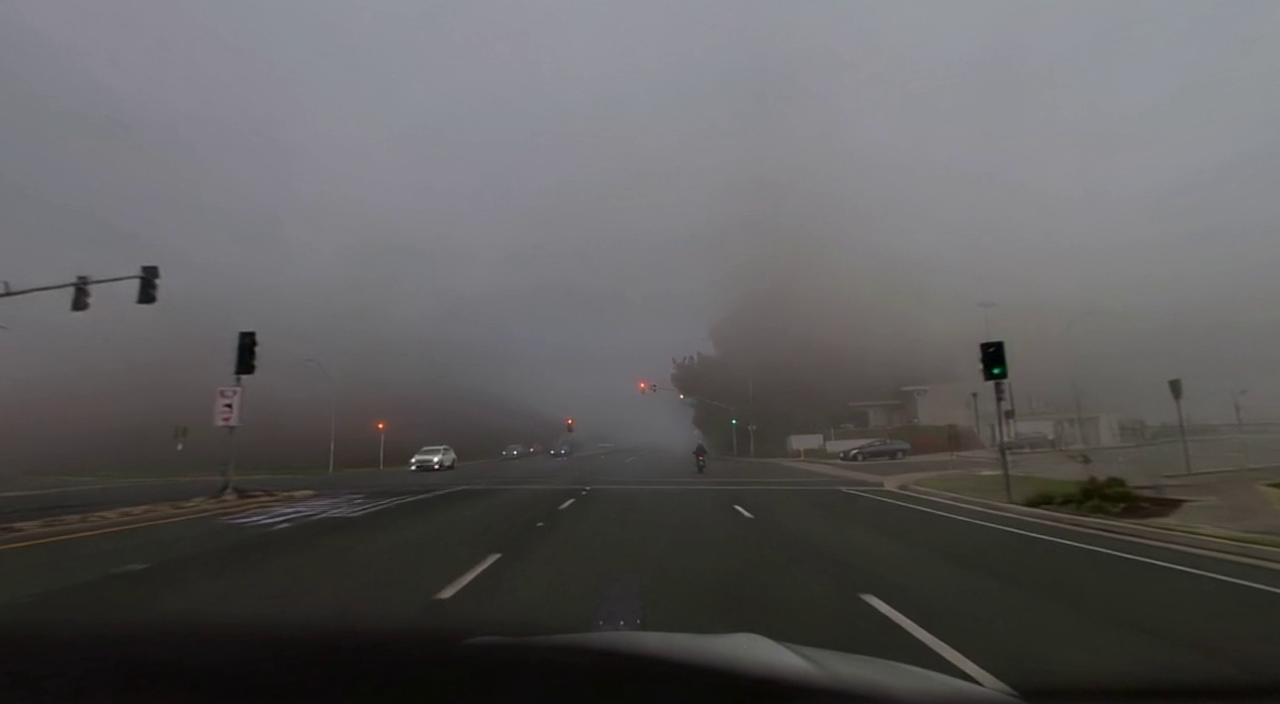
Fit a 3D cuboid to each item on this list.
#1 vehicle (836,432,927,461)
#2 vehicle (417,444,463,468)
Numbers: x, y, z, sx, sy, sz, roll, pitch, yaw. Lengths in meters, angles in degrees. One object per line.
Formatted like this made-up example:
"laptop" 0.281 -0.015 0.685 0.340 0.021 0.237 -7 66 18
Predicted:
"vehicle" 15.459 6.077 40.602 4.947 1.771 2.222 0 -8 0
"vehicle" -13.834 7.172 43.792 1.879 1.578 3.901 0 -8 1
